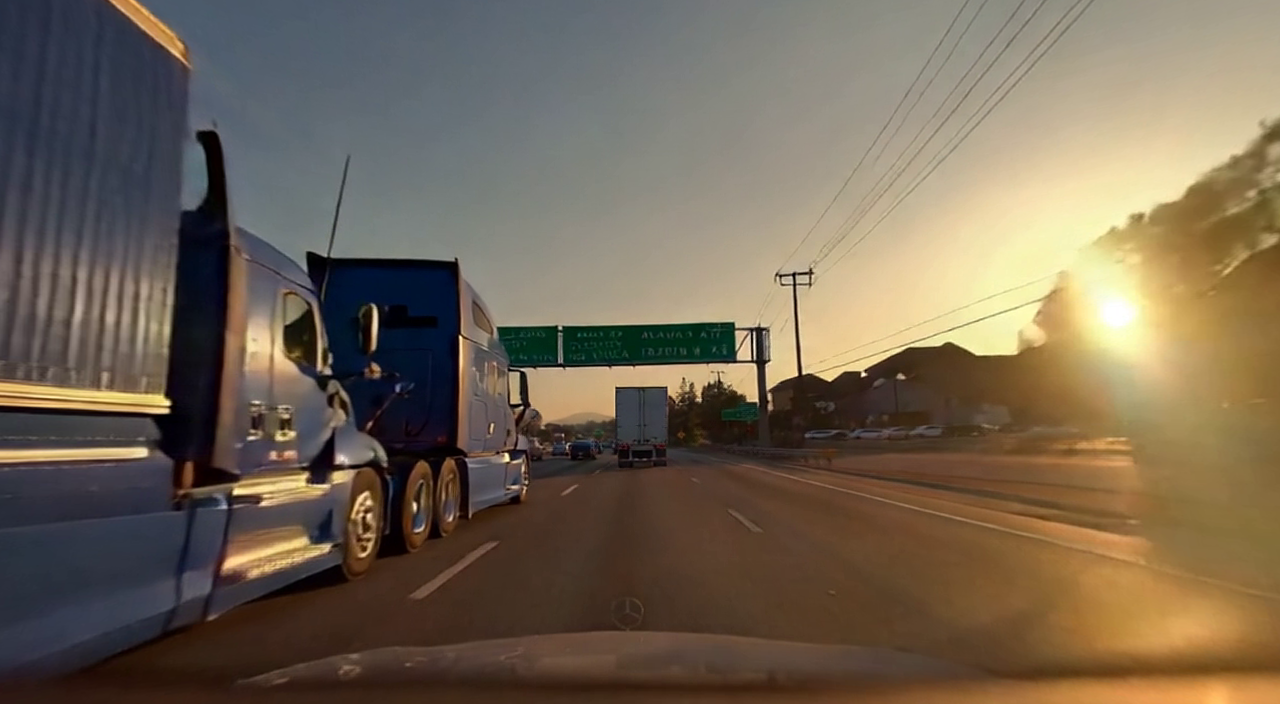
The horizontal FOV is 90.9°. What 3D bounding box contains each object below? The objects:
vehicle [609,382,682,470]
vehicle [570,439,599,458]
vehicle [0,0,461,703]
[{"bbox_3d":[0.229,3.750,30.657,2.941,3.604,9.851,0,-9,0],"label":"vehicle"},{"bbox_3d":[-4.316,7.617,49.815,1.933,1.459,4.478,0,-9,0],"label":"vehicle"},{"bbox_3d":[-3.932,-0.485,0.773,2.875,4.083,15.756,0,-9,0],"label":"vehicle"}]
